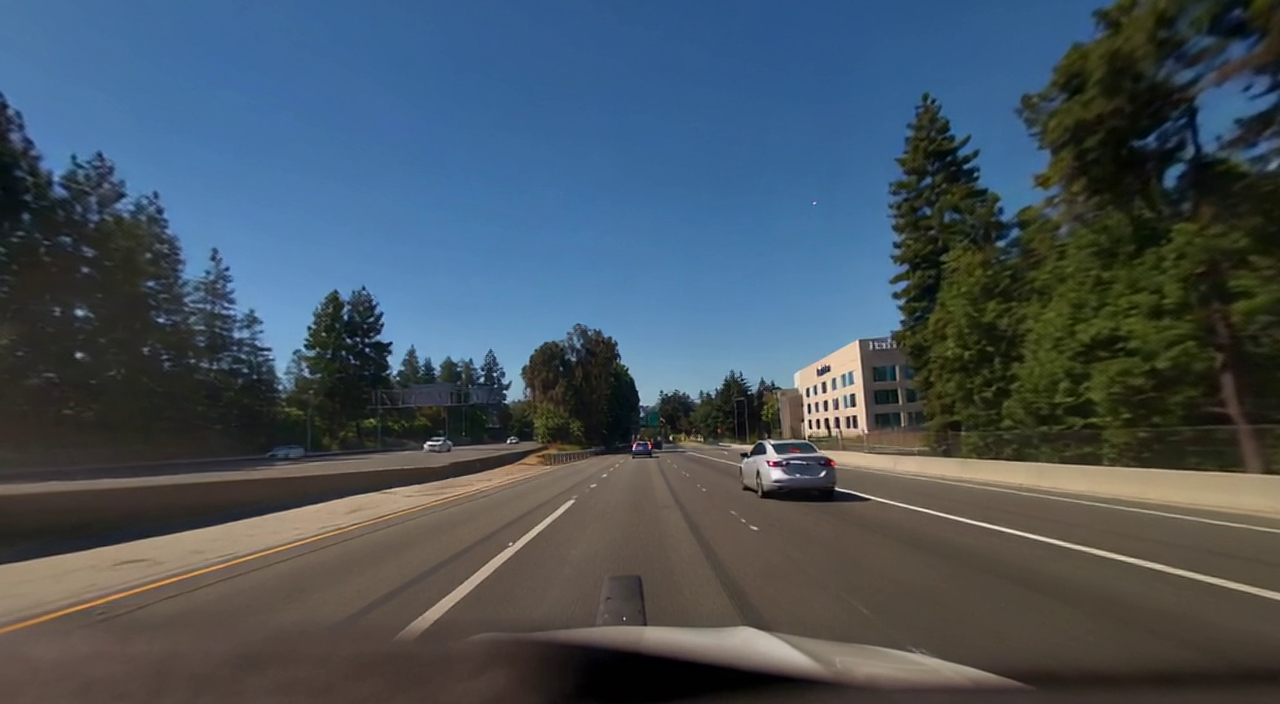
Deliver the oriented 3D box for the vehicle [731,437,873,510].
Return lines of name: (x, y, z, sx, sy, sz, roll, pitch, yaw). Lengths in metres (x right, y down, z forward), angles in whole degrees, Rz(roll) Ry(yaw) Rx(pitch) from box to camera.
vehicle: (3.562, 2.740, 14.793, 2.069, 1.431, 4.313, 0, -8, -2)
